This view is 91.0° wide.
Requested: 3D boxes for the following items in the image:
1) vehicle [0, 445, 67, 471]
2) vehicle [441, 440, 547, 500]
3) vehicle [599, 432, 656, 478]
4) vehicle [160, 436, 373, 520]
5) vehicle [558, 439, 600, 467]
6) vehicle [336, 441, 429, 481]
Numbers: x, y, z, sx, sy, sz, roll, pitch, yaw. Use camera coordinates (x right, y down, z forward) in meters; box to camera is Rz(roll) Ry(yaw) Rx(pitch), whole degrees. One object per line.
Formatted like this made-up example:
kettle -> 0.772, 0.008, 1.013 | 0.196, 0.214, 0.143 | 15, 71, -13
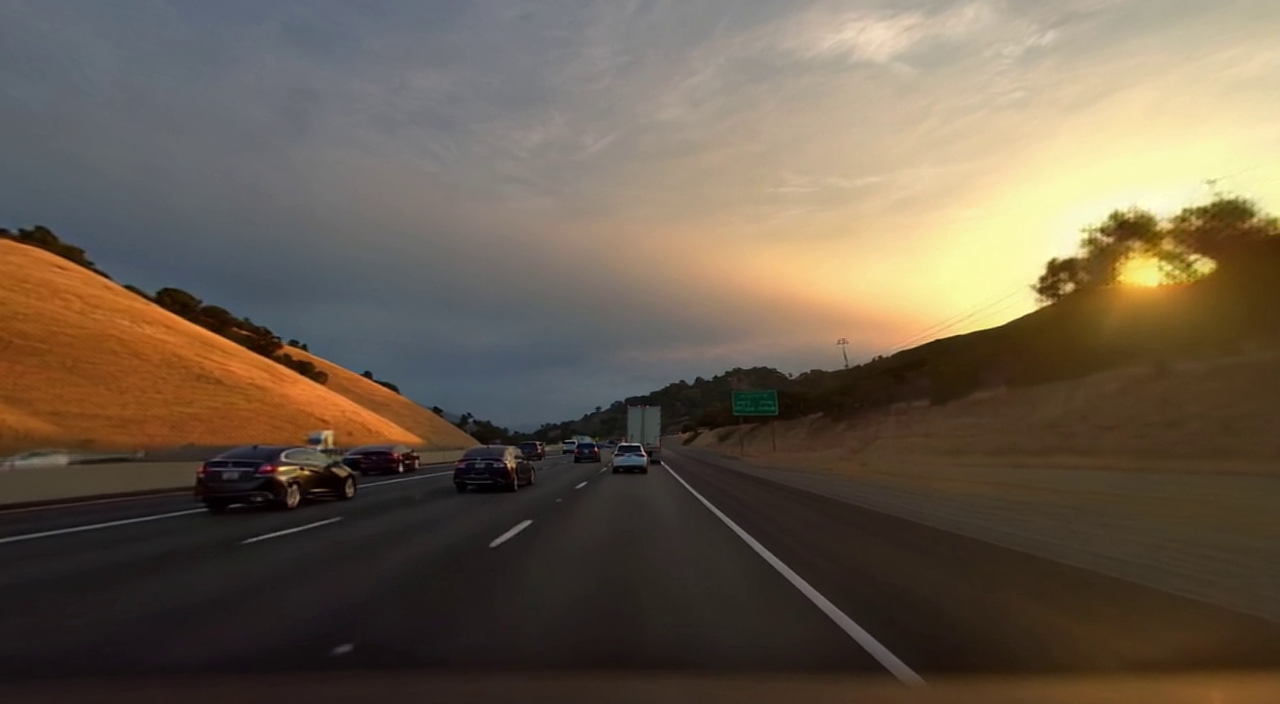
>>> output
vehicle -> -42.577, 7.213, 43.054 | 1.897, 1.618, 5.117 | 0, -9, 0
vehicle -> -4.011, 3.324, 18.151 | 1.943, 1.468, 4.547 | 0, -9, 0
vehicle -> -0.502, 4.459, 27.447 | 2.281, 1.795, 4.297 | 1, -9, 0
vehicle -> -7.821, 2.654, 13.791 | 2.029, 1.507, 4.204 | 0, -9, 1
vehicle -> -3.758, 6.344, 39.714 | 2.155, 1.661, 4.477 | 0, -9, 1
vehicle -> -10.709, 4.568, 26.586 | 1.950, 1.507, 4.527 | 0, -9, 1
